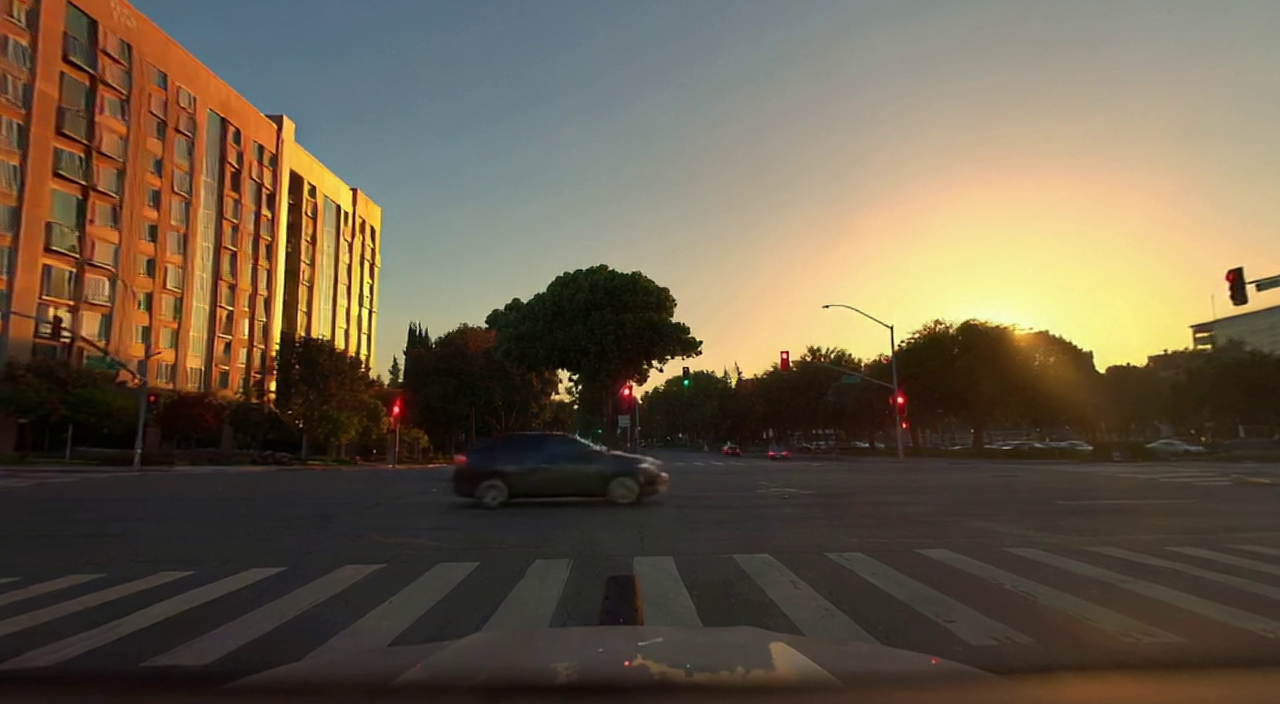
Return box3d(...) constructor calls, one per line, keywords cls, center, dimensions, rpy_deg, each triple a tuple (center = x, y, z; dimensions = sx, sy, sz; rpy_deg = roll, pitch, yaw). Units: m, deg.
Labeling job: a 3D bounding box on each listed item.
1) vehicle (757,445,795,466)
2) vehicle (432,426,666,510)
box3d(cls="vehicle", center=(9.986, 7.652, 46.803), dimensions=(2.043, 1.454, 4.424), rpy_deg=(-1, -8, 3))
box3d(cls="vehicle", center=(-1.974, 2.578, 14.365), dimensions=(4.853, 1.719, 1.986), rpy_deg=(1, -8, -6))
